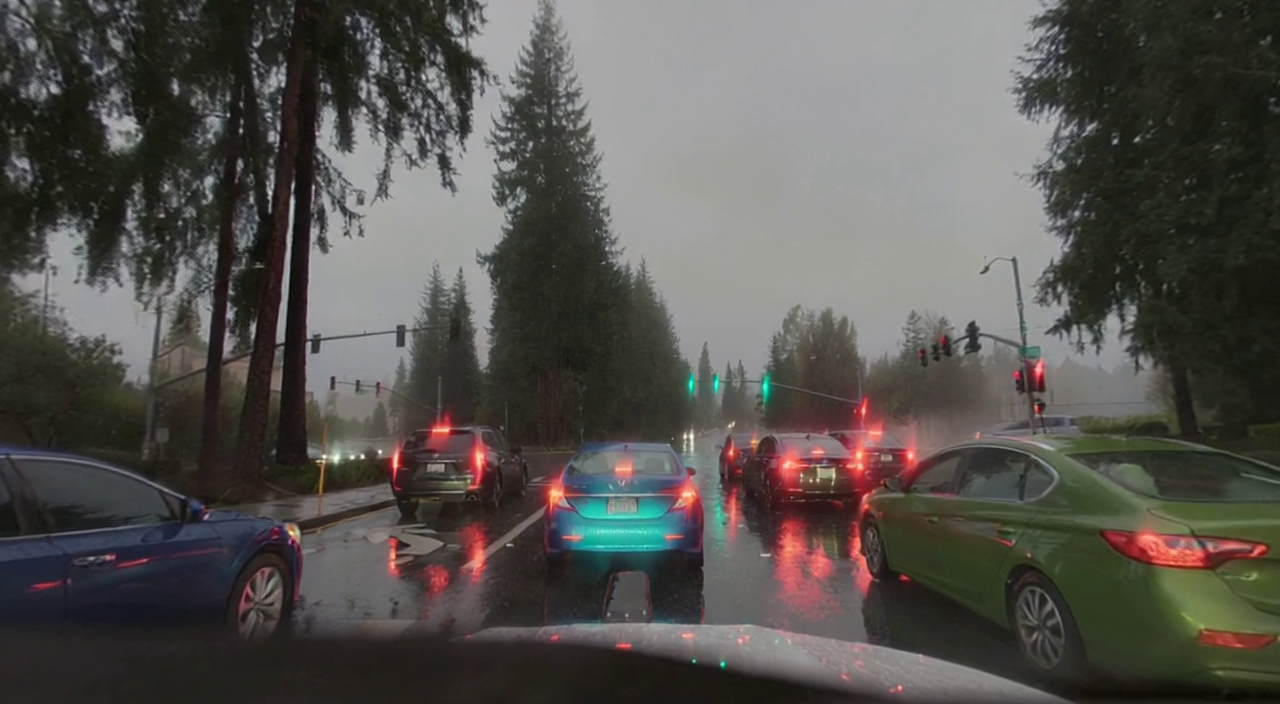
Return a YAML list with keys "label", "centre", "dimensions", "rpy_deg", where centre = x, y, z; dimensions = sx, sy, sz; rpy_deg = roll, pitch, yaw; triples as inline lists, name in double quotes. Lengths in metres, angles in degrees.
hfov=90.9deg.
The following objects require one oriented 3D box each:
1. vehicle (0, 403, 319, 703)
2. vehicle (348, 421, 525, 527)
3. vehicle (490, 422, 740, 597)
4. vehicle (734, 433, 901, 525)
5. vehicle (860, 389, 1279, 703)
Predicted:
- label: "vehicle"
  centre: [-3.645, 1.022, 3.004]
  dimensions: [1.935, 1.482, 4.433]
  rpy_deg: [0, -8, -1]
- label: "vehicle"
  centre: [-3.726, 2.313, 12.484]
  dimensions: [1.961, 1.714, 4.268]
  rpy_deg: [0, -8, 2]
- label: "vehicle"
  centre: [-0.253, 1.641, 7.402]
  dimensions: [2.147, 1.479, 3.803]
  rpy_deg: [0, -8, -1]
- label: "vehicle"
  centre: [3.183, 2.337, 12.332]
  dimensions: [1.975, 1.460, 4.357]
  rpy_deg: [0, -8, 0]
- label: "vehicle"
  centre: [3.136, 1.152, 4.060]
  dimensions: [1.903, 1.480, 4.270]
  rpy_deg: [0, -8, 0]
